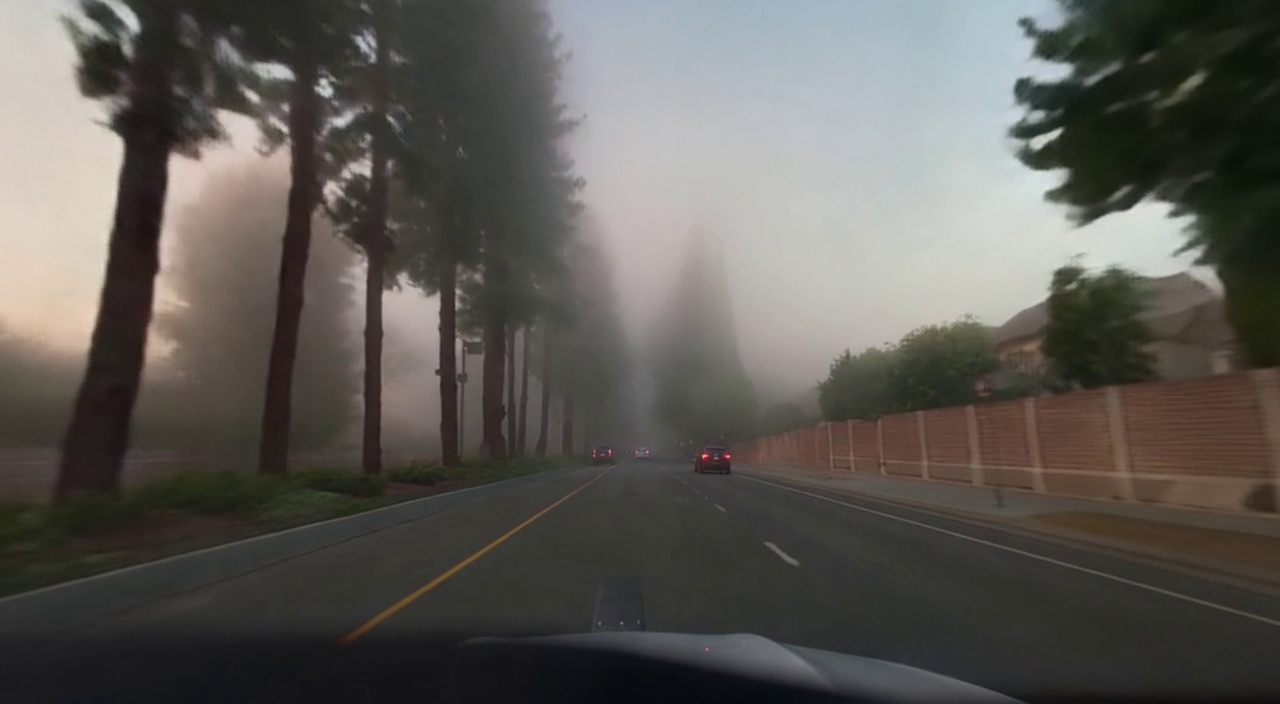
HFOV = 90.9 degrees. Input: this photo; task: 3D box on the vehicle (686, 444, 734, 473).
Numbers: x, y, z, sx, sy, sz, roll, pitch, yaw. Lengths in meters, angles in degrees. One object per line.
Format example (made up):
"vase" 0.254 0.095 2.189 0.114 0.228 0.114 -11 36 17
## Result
"vehicle" 4.067 6.289 37.408 2.237 1.578 4.621 0 -8 -1
